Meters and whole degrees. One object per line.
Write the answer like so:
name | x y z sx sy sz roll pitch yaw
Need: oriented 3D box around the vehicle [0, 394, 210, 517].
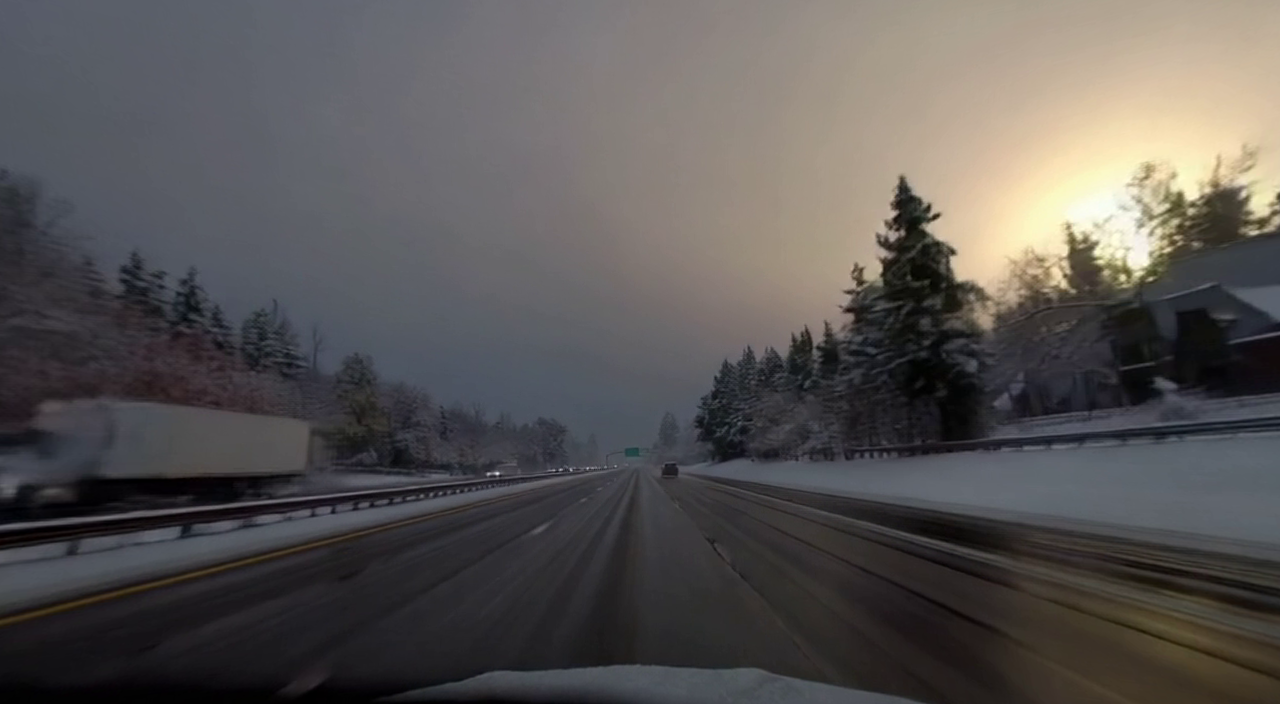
vehicle | -20.075 3.954 23.881 3.010 4.019 5.914 1 -10 0
